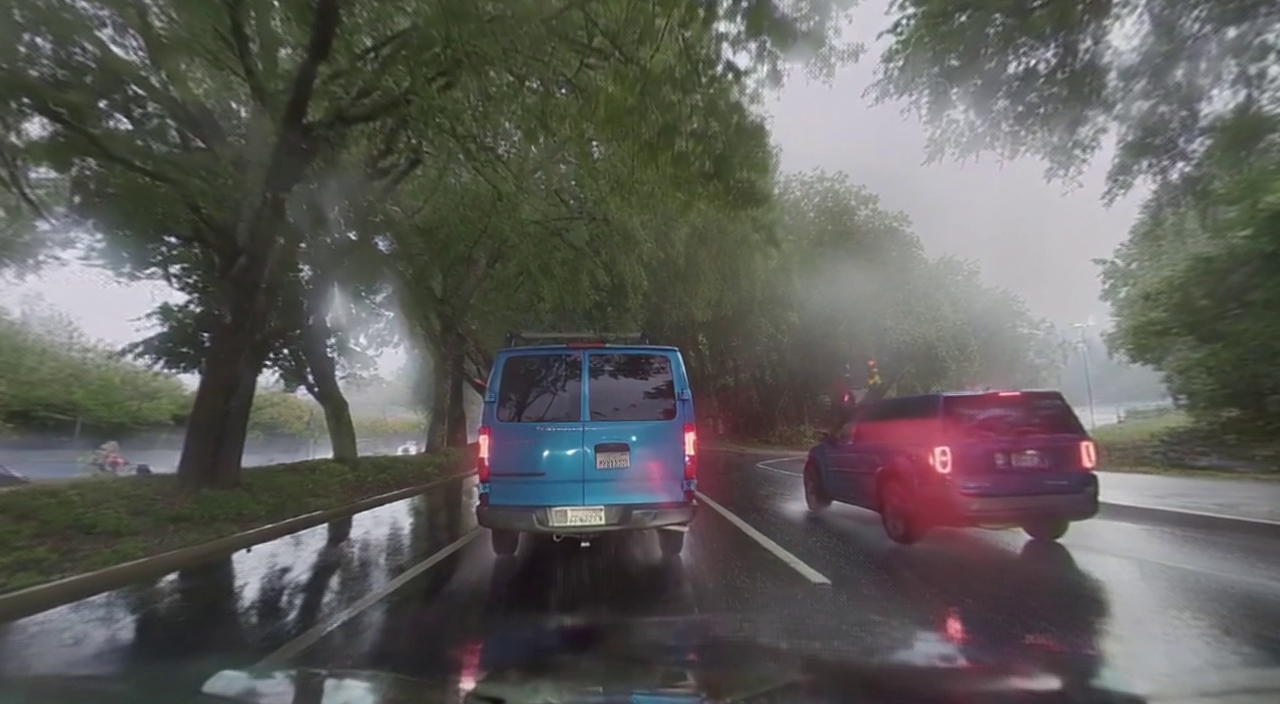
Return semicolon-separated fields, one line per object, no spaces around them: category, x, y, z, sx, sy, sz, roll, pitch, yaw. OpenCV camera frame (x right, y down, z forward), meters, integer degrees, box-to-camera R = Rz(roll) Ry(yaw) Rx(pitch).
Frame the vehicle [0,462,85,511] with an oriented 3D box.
vehicle;-25.155;5.314;25.312;4.857;1.729;2.029;-3;-9;18

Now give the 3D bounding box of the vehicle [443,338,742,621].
vehicle;-0.310;1.229;6.809;2.145;2.046;4.309;0;-9;1

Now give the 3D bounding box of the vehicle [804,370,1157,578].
vehicle;3.613;1.396;7.780;1.988;1.873;3.968;0;-9;-2
